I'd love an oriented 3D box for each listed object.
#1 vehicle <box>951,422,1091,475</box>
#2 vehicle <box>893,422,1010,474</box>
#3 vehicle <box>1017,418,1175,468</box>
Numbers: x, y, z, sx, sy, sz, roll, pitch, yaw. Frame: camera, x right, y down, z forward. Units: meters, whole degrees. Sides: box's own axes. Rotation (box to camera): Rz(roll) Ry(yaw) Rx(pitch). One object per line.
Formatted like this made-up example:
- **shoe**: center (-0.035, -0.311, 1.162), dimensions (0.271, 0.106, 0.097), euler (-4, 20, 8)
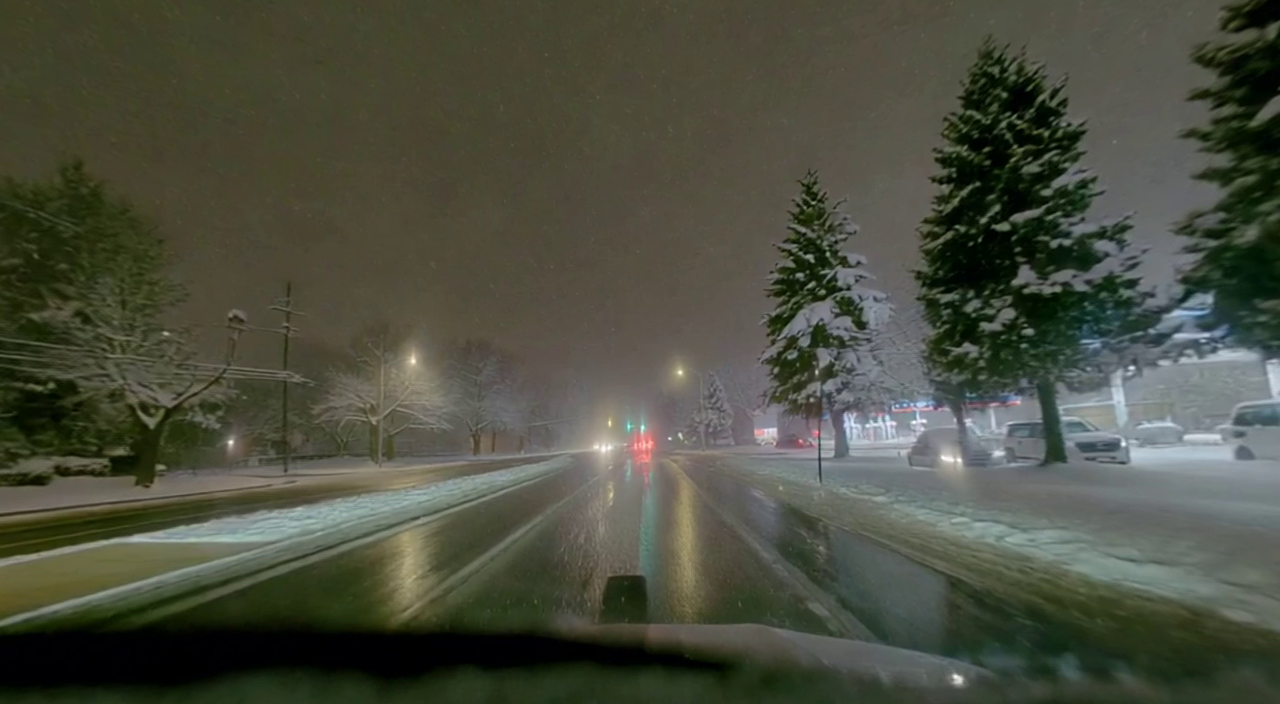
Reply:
- **vehicle**: center (12.115, 3.116, 20.448), dimensions (1.812, 1.517, 4.424), euler (0, -8, 1)
- **vehicle**: center (12.408, 3.876, 25.614), dimensions (1.983, 1.727, 5.085), euler (-4, -8, -1)
- **vehicle**: center (15.081, 3.072, 21.260), dimensions (1.804, 1.483, 4.690), euler (0, -8, -1)
